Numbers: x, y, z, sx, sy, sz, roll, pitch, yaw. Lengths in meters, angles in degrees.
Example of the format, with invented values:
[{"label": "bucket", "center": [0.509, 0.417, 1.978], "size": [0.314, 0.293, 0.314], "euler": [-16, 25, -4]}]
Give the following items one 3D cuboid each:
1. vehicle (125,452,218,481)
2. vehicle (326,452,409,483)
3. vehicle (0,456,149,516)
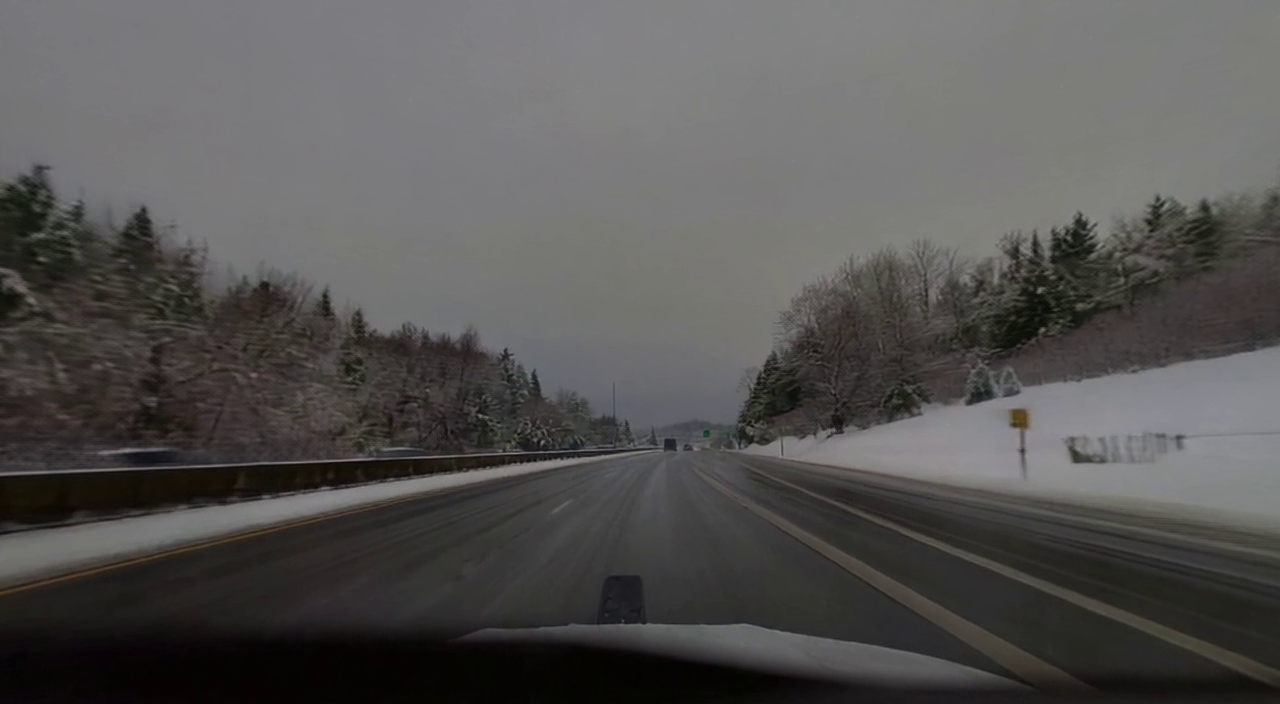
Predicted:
[{"label": "vehicle", "center": [-26.131, 6.364, 35.353], "size": [1.866, 1.524, 4.296], "euler": [0, -9, 0]}, {"label": "vehicle", "center": [-13.472, 5.709, 31.420], "size": [2.097, 1.445, 4.213], "euler": [0, -9, 2]}, {"label": "vehicle", "center": [-17.394, 3.831, 18.569], "size": [1.920, 1.477, 4.708], "euler": [0, -9, 2]}]
